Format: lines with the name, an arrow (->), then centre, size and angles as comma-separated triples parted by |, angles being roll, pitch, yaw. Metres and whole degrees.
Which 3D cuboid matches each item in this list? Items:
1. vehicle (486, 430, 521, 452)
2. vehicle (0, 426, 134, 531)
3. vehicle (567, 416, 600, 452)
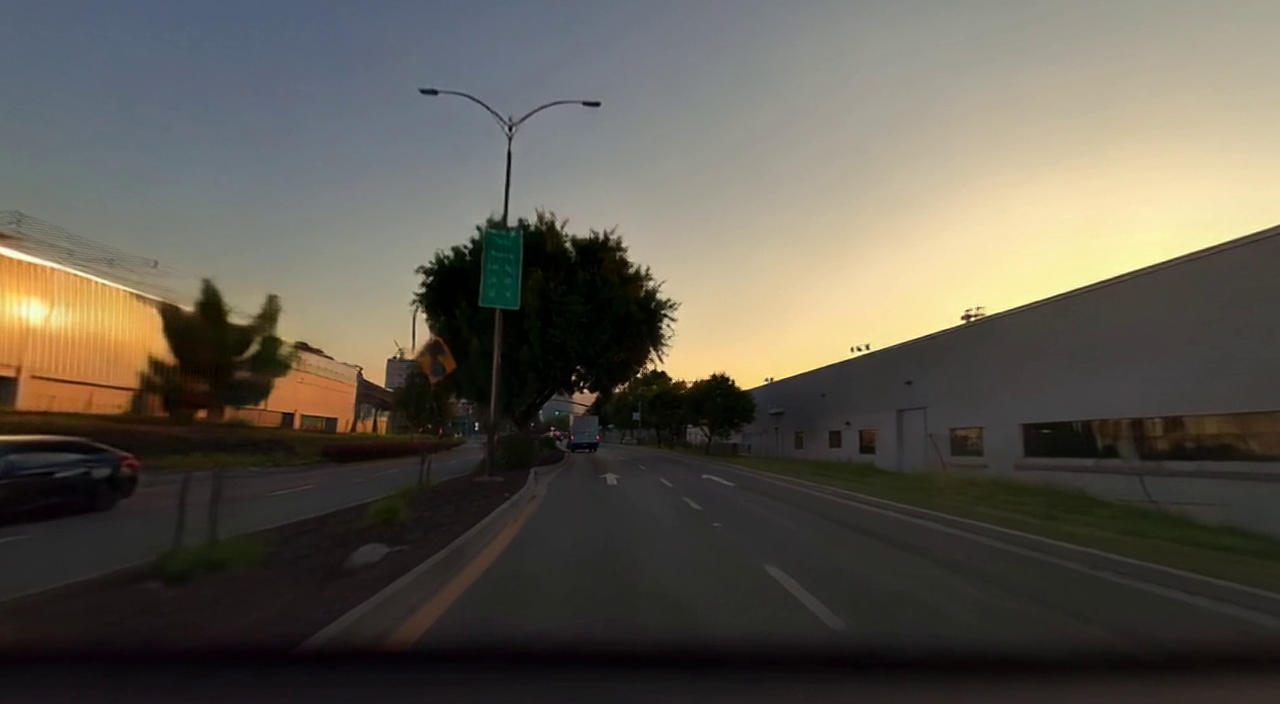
vehicle -> -10.397, 6.842, 48.311 | 2.120, 1.610, 3.917 | 1, -8, -5
vehicle -> -10.297, 1.900, 9.618 | 1.897, 1.515, 3.986 | 0, -8, -2
vehicle -> -4.527, 6.496, 49.815 | 2.276, 2.706, 5.232 | 1, -8, -8
